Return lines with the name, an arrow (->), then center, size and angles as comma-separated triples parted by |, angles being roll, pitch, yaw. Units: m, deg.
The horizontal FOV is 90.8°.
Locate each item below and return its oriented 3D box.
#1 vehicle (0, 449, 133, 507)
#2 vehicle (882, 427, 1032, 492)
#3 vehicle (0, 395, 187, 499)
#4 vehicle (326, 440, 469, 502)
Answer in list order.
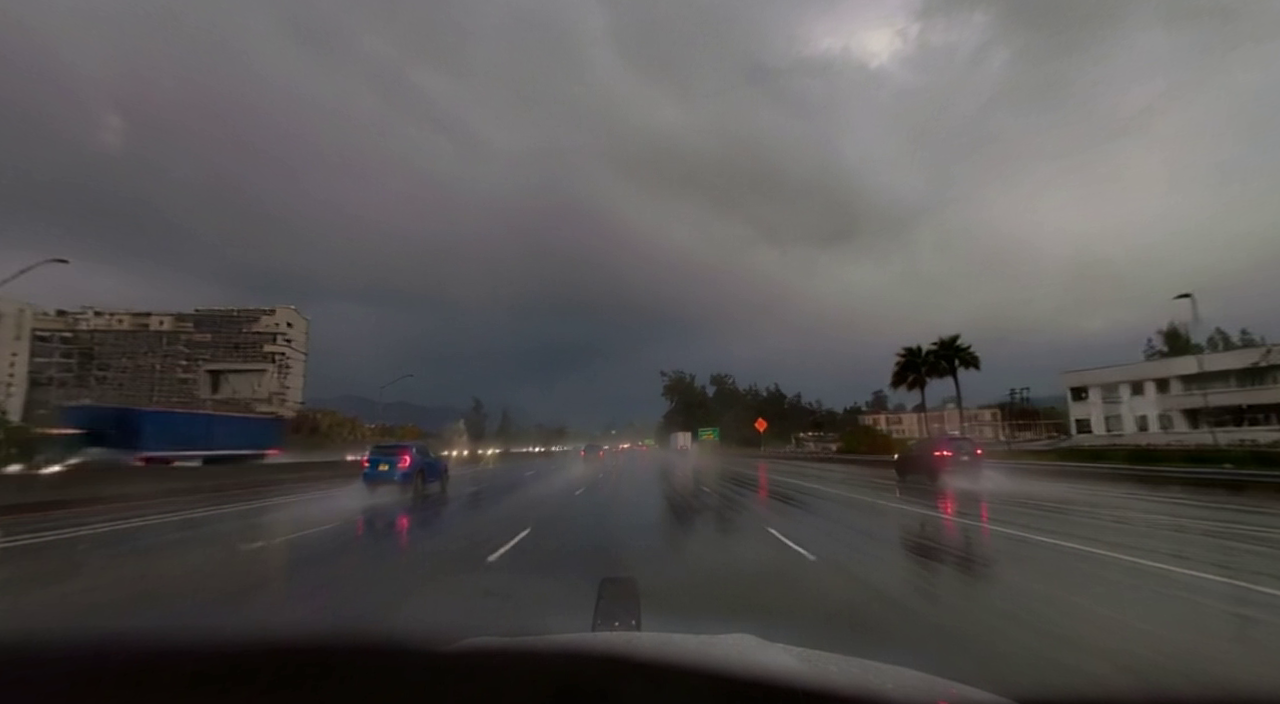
vehicle -> -17.490, 3.539, 18.134 | 1.955, 1.494, 4.733 | 0, -9, 0
vehicle -> 9.662, 3.334, 19.797 | 2.168, 1.792, 4.457 | 0, -9, -3
vehicle -> -21.581, 3.585, 23.562 | 3.068, 3.193, 8.494 | 0, -9, -1
vehicle -> -6.552, 3.269, 17.833 | 2.018, 1.480, 4.999 | 0, -9, 1
